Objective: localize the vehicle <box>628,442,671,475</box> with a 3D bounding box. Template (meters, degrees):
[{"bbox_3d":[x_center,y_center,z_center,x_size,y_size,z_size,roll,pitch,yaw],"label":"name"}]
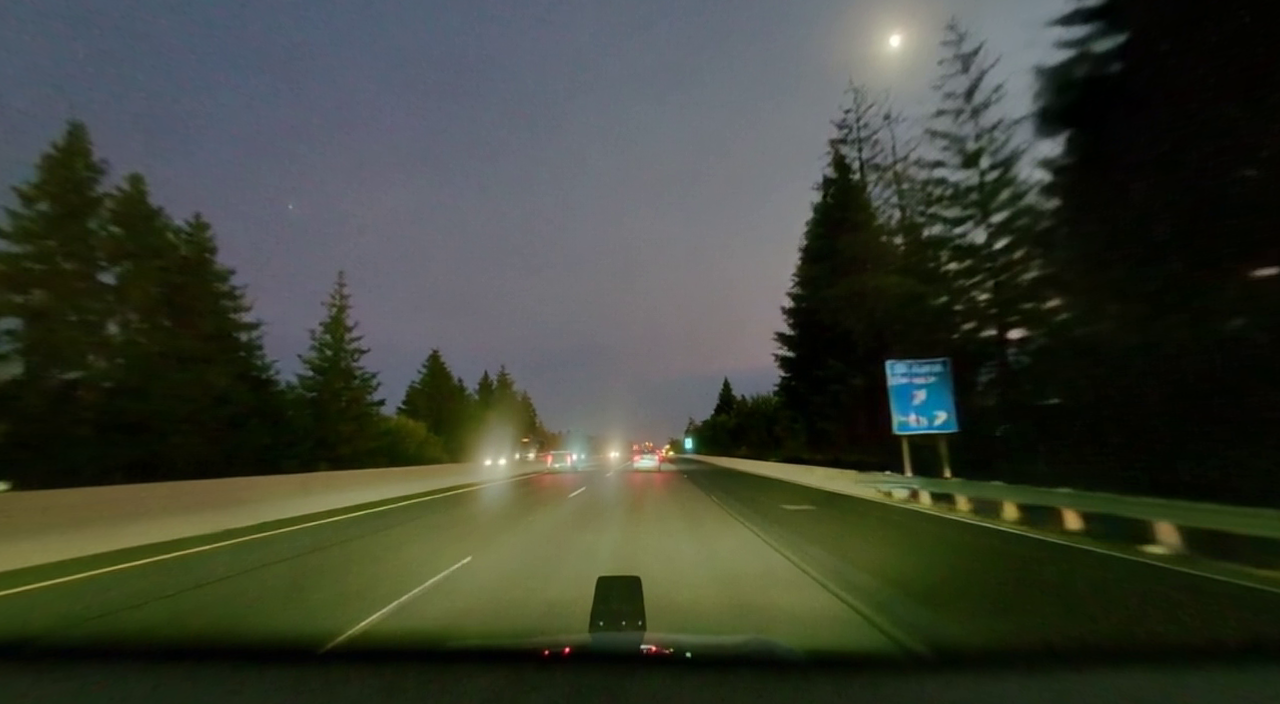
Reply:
[{"bbox_3d":[0.481,5.736,34.162,2.172,1.687,3.929,0,-9,0],"label":"vehicle"}]

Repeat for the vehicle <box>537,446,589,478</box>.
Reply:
[{"bbox_3d":[-3.793,5.487,31.640,1.998,1.460,4.422,0,-9,1],"label":"vehicle"}]
